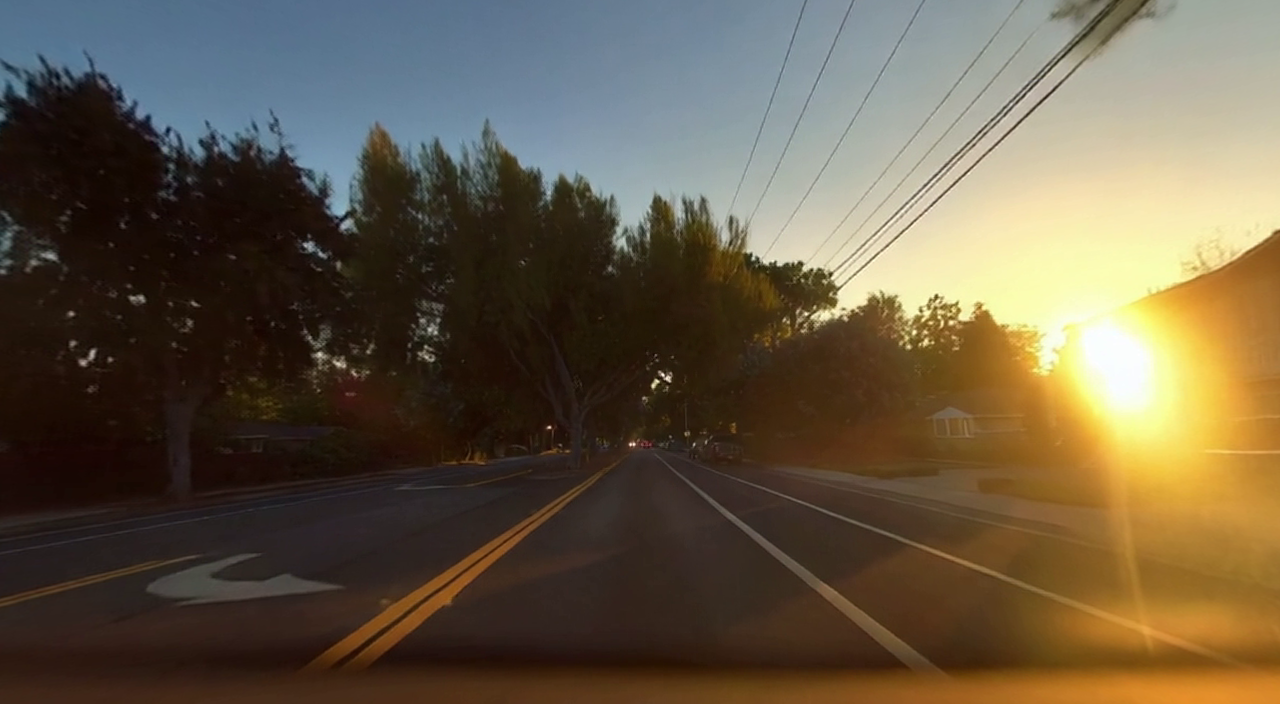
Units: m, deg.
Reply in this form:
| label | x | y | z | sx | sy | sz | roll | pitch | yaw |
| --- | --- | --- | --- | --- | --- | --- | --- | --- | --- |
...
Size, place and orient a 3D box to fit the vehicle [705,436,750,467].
| label | x | y | z | sx | sy | sz | roll | pitch | yaw |
| --- | --- | --- | --- | --- | --- | --- | --- | --- | --- |
| vehicle | 5.380 | 6.191 | 39.397 | 2.160 | 1.800 | 4.646 | 0 | -9 | 0 |
